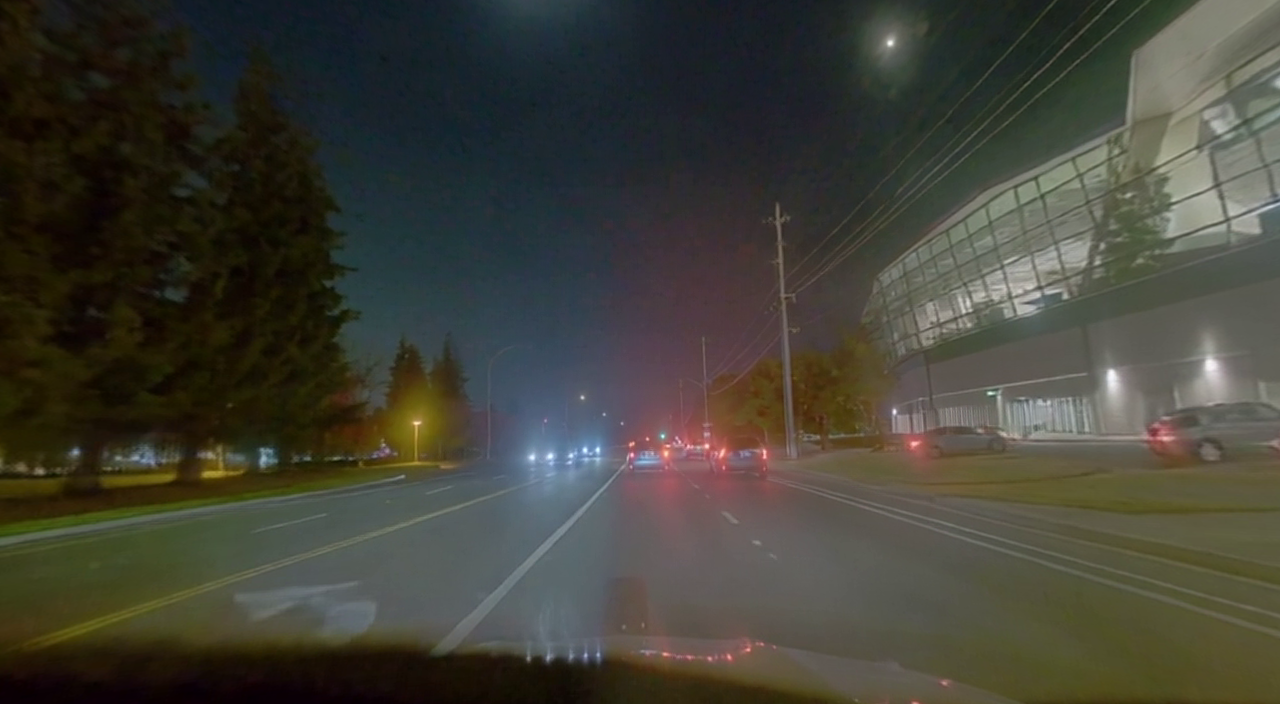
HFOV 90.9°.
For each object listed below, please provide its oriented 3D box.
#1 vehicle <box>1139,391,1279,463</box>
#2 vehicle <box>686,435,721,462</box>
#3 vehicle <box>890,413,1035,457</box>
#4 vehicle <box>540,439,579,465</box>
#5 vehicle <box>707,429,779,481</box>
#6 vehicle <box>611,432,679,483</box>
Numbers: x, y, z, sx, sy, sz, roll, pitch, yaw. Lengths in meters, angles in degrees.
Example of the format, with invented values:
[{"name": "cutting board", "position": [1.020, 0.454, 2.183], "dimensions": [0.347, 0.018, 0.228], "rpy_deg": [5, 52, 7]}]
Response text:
[{"name": "vehicle", "position": [15.945, 1.955, 16.247], "dimensions": [4.392, 1.709, 2.002], "rpy_deg": [0, -9, -2]}, {"name": "vehicle", "position": [4.299, 6.637, 43.330], "dimensions": [2.024, 1.711, 4.512], "rpy_deg": [0, -9, 1]}, {"name": "vehicle", "position": [15.299, 3.985, 29.968], "dimensions": [5.731, 1.720, 2.822], "rpy_deg": [-8, -10, 31]}, {"name": "vehicle", "position": [-5.827, 7.340, 46.274], "dimensions": [2.193, 1.802, 4.946], "rpy_deg": [0, -9, 1]}, {"name": "vehicle", "position": [3.628, 3.704, 22.934], "dimensions": [1.914, 1.698, 4.049], "rpy_deg": [0, -9, 0]}, {"name": "vehicle", "position": [0.195, 3.757, 22.636], "dimensions": [2.200, 1.653, 4.127], "rpy_deg": [0, -9, 1]}]
